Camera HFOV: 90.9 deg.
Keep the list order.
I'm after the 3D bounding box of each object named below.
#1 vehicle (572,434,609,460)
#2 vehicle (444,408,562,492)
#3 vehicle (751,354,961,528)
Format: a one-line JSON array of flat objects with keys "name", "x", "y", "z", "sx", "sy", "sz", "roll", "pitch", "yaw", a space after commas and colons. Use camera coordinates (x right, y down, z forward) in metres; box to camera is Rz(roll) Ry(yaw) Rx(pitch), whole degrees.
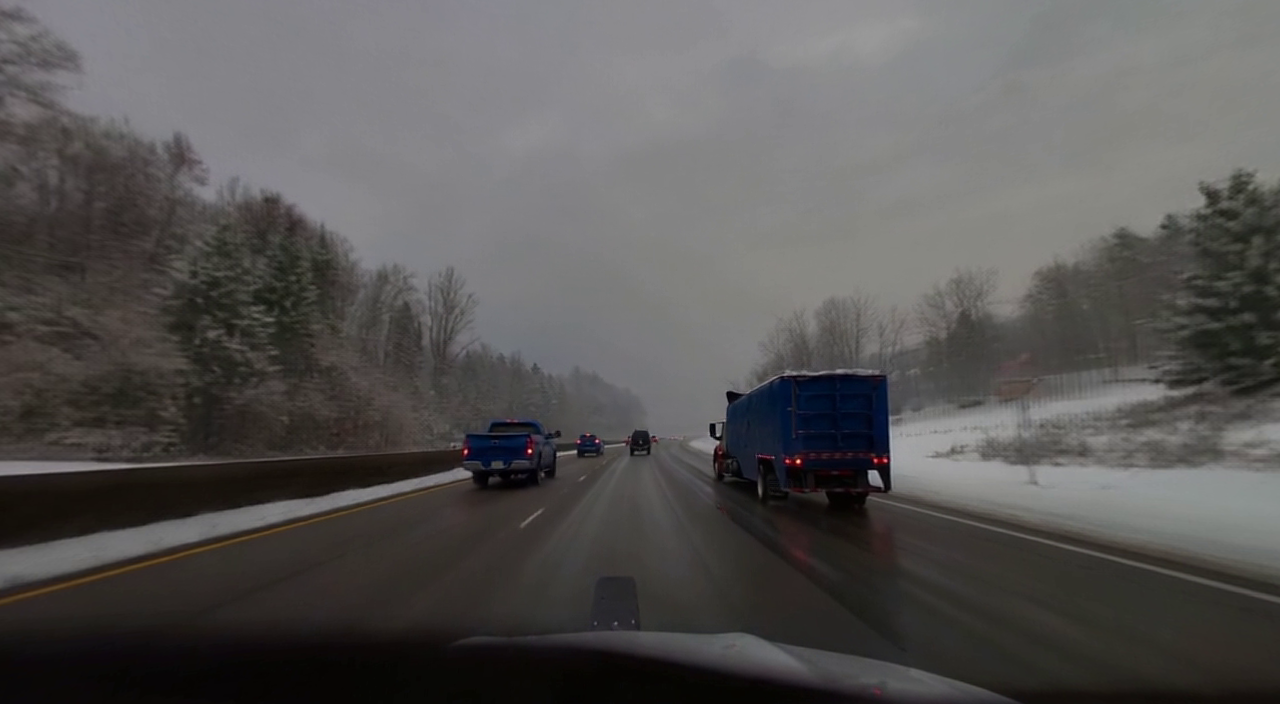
[{"name": "vehicle", "x": -3.093, "y": 6.029, "z": 40.273, "sx": 2.008, "sy": 1.588, "sz": 4.147, "roll": 0, "pitch": -8, "yaw": 1}, {"name": "vehicle", "x": -3.561, "y": 2.650, "z": 17.416, "sx": 2.204, "sy": 1.991, "sz": 4.720, "roll": 0, "pitch": -8, "yaw": 0}, {"name": "vehicle", "x": 3.568, "y": 1.588, "z": 11.453, "sx": 2.256, "sy": 2.568, "sz": 4.049, "roll": 0, "pitch": -8, "yaw": -1}]
